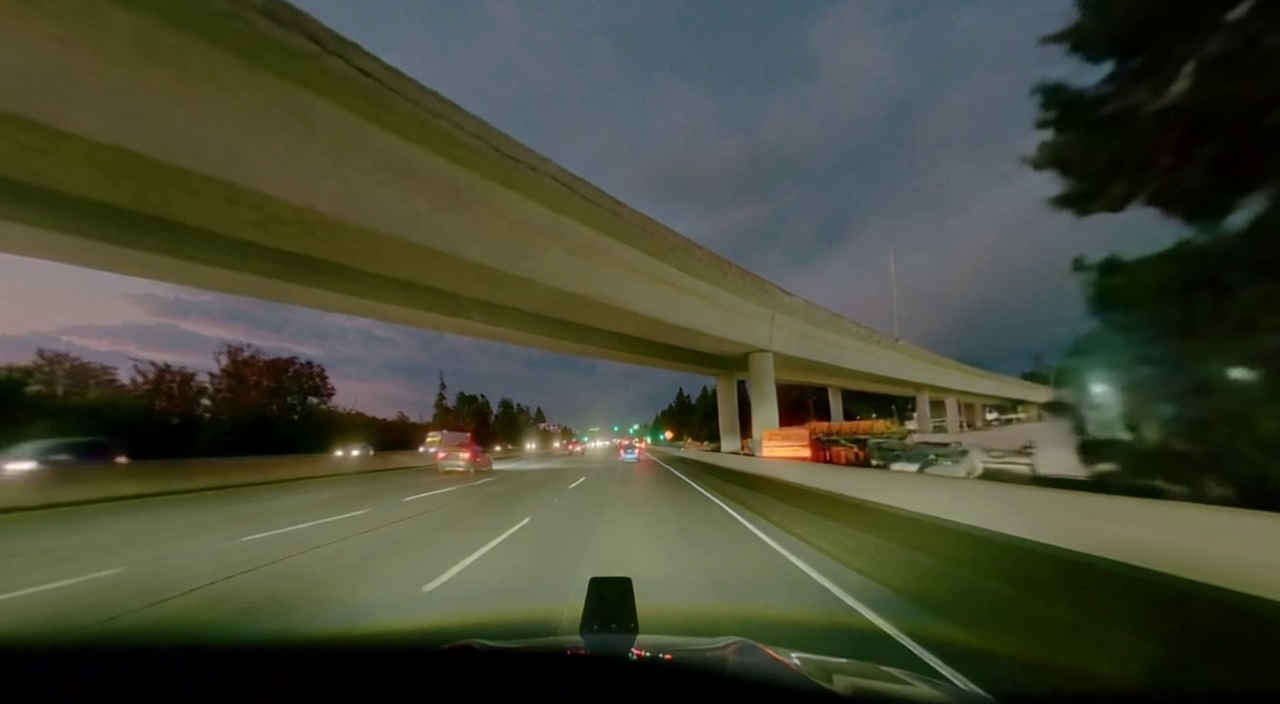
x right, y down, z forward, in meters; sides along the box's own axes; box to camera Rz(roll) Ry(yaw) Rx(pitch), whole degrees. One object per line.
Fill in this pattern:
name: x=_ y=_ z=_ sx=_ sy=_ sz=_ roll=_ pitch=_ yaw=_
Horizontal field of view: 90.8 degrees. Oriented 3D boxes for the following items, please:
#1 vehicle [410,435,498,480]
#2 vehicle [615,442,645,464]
vehicle: x=-7.187 y=4.114 z=24.888 sx=2.128 sy=1.604 sz=4.279 roll=0 pitch=-8 yaw=0
vehicle: x=-0.733 y=7.202 z=45.293 sx=2.051 sy=1.459 sz=4.092 roll=0 pitch=-8 yaw=0
